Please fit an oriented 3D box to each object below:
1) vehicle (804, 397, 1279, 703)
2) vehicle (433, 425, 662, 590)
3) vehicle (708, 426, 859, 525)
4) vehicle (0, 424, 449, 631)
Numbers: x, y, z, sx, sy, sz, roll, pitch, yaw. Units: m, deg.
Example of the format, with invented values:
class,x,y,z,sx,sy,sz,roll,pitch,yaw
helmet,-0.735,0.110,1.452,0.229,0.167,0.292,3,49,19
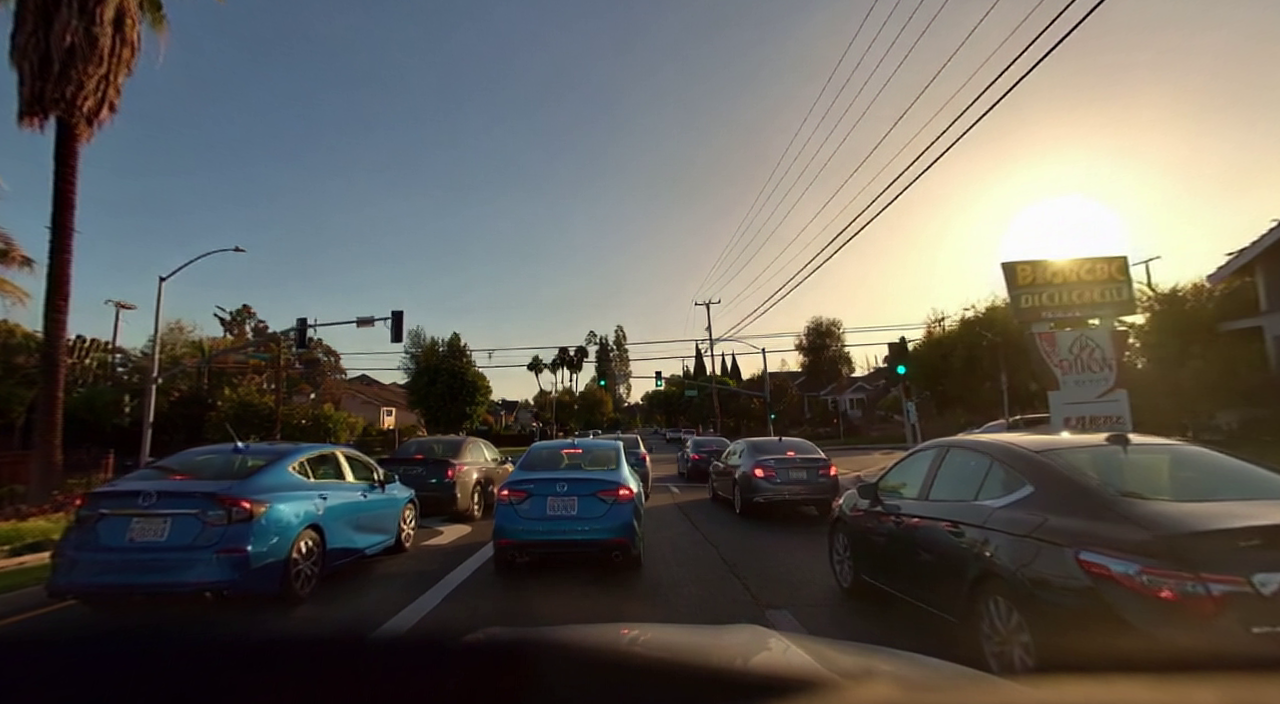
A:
class,x,y,z,sx,sy,sz,roll,pitch,yaw
vehicle,2.768,1.211,4.381,2.014,1.464,4.312,0,-8,-1
vehicle,-0.923,1.719,7.821,2.104,1.500,3.815,0,-8,-2
vehicle,2.603,2.360,12.596,1.956,1.615,4.205,0,-9,-1
vehicle,-3.698,1.605,6.905,2.058,1.474,4.473,0,-8,-3
